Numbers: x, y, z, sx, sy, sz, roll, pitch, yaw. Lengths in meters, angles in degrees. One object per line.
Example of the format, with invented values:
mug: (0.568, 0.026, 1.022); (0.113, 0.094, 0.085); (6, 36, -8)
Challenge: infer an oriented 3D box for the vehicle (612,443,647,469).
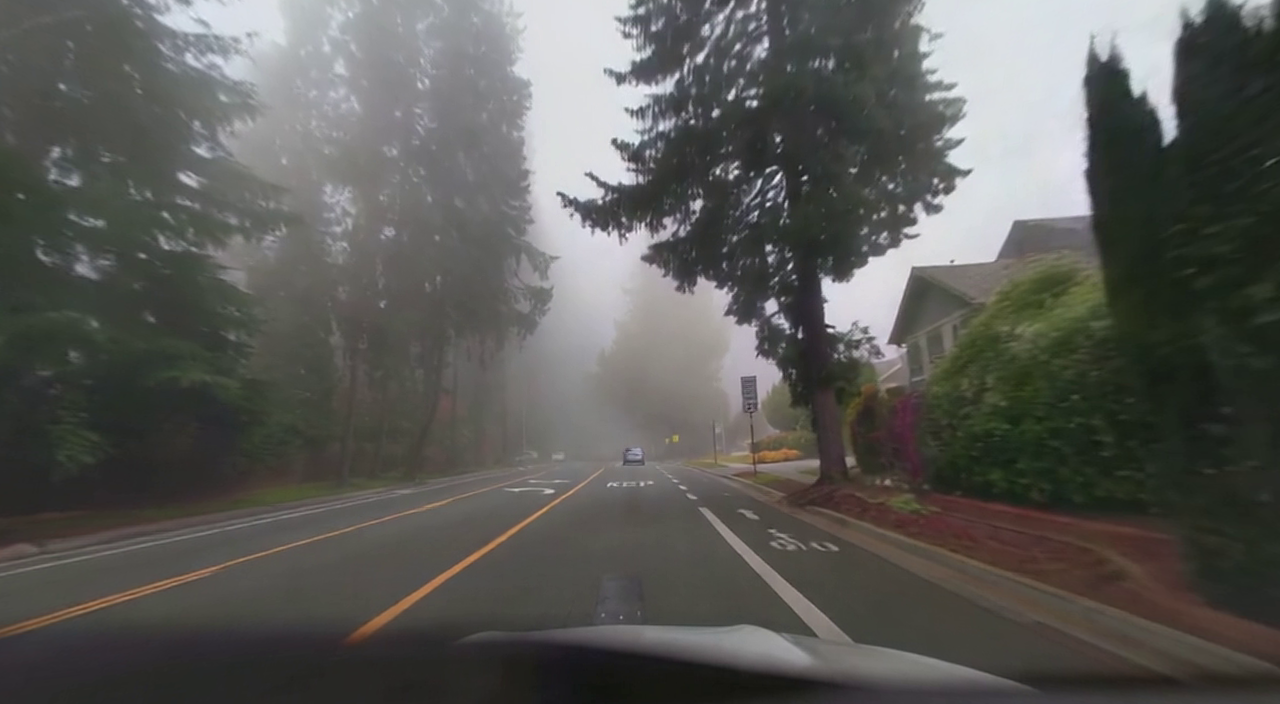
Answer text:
vehicle: (-0.669, 6.599, 40.195); (2.104, 1.500, 3.815); (0, -9, -1)
